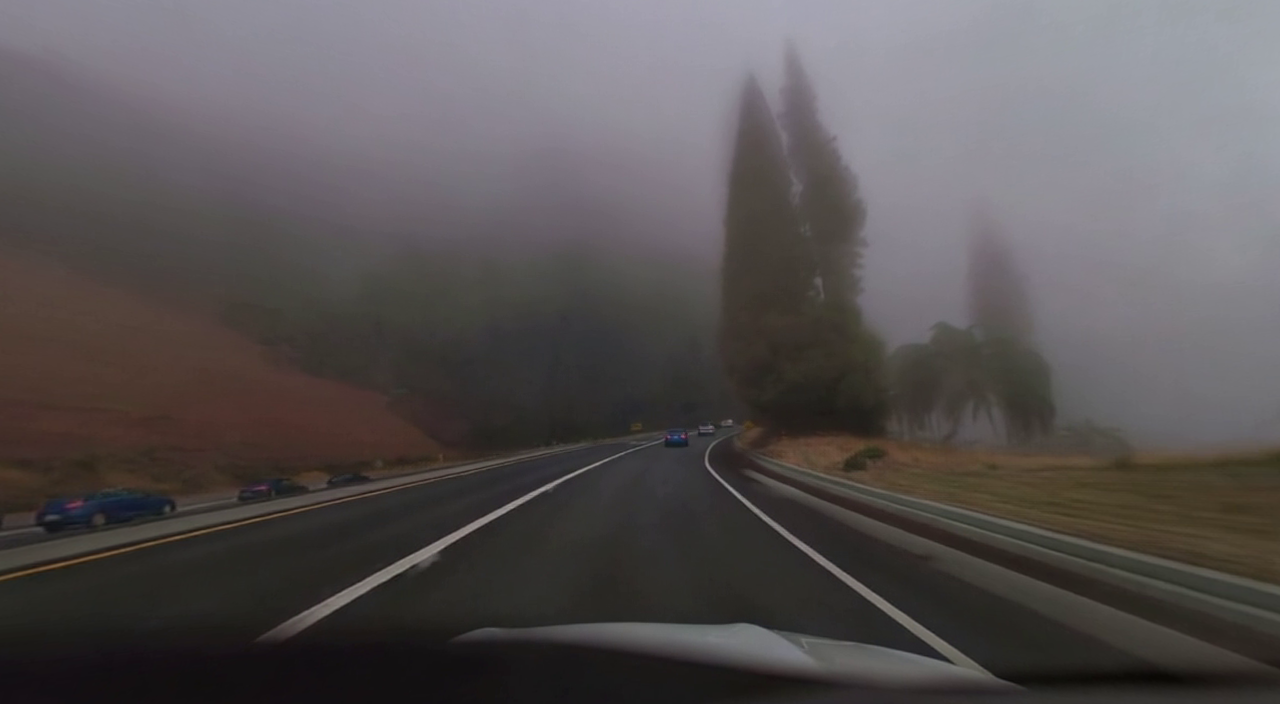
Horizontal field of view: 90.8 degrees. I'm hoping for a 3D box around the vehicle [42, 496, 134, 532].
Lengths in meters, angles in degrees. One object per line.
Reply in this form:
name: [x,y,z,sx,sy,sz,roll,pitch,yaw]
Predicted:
vehicle: [-35.252,10.333,40.538,1.996,1.752,4.503,-1,-9,-3]
